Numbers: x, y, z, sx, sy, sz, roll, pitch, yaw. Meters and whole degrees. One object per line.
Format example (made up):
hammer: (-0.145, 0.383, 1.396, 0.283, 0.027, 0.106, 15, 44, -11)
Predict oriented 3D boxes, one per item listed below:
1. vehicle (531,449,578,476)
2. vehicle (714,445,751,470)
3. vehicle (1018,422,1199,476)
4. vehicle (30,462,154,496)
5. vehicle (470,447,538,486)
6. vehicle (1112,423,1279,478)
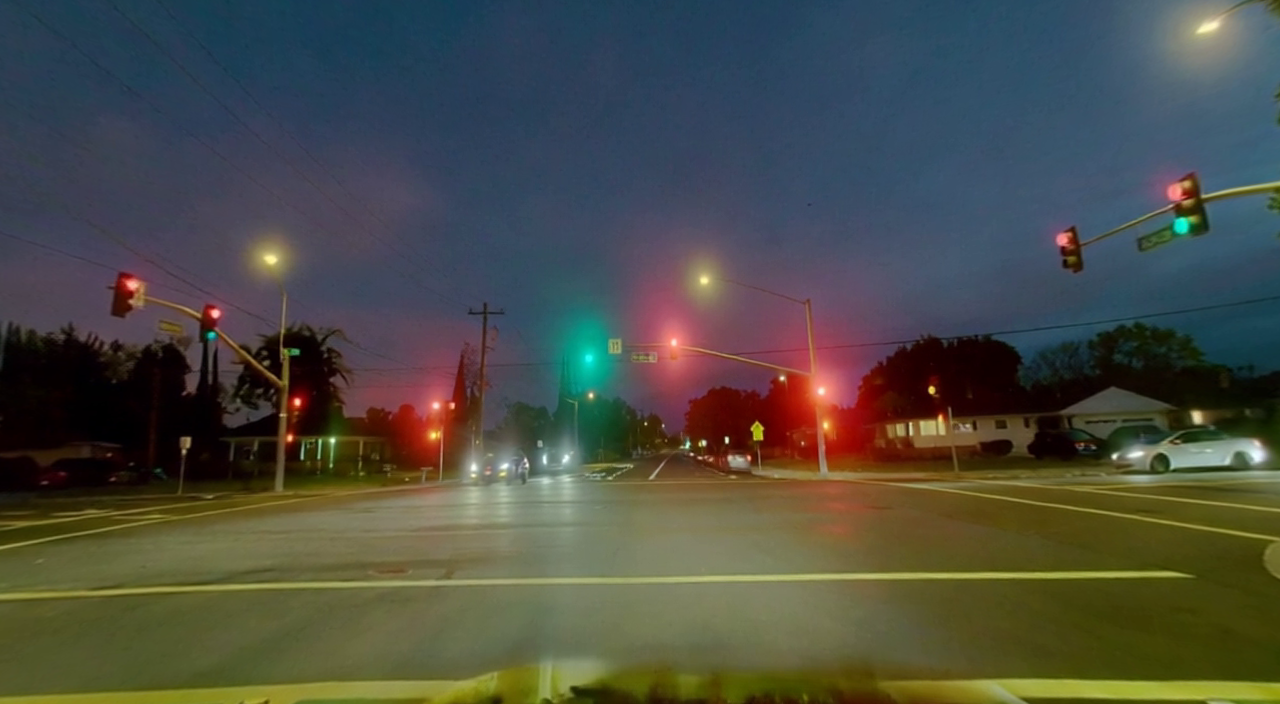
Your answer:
vehicle: (-5.822, 7.556, 43.445, 2.270, 1.605, 4.958, -2, -9, 3)
vehicle: (6.207, 7.116, 42.911, 1.891, 1.611, 4.269, 0, -8, 1)
vehicle: (16.006, 3.342, 21.815, 4.452, 1.711, 2.186, 0, -8, 1)
vehicle: (-30.105, 6.988, 34.971, 2.106, 1.586, 5.009, -1, -8, 4)
vehicle: (-6.229, 5.264, 29.390, 1.982, 1.686, 4.195, -1, -8, 4)
vehicle: (16.958, 2.897, 18.703, 4.345, 1.517, 1.913, 0, -8, 1)
